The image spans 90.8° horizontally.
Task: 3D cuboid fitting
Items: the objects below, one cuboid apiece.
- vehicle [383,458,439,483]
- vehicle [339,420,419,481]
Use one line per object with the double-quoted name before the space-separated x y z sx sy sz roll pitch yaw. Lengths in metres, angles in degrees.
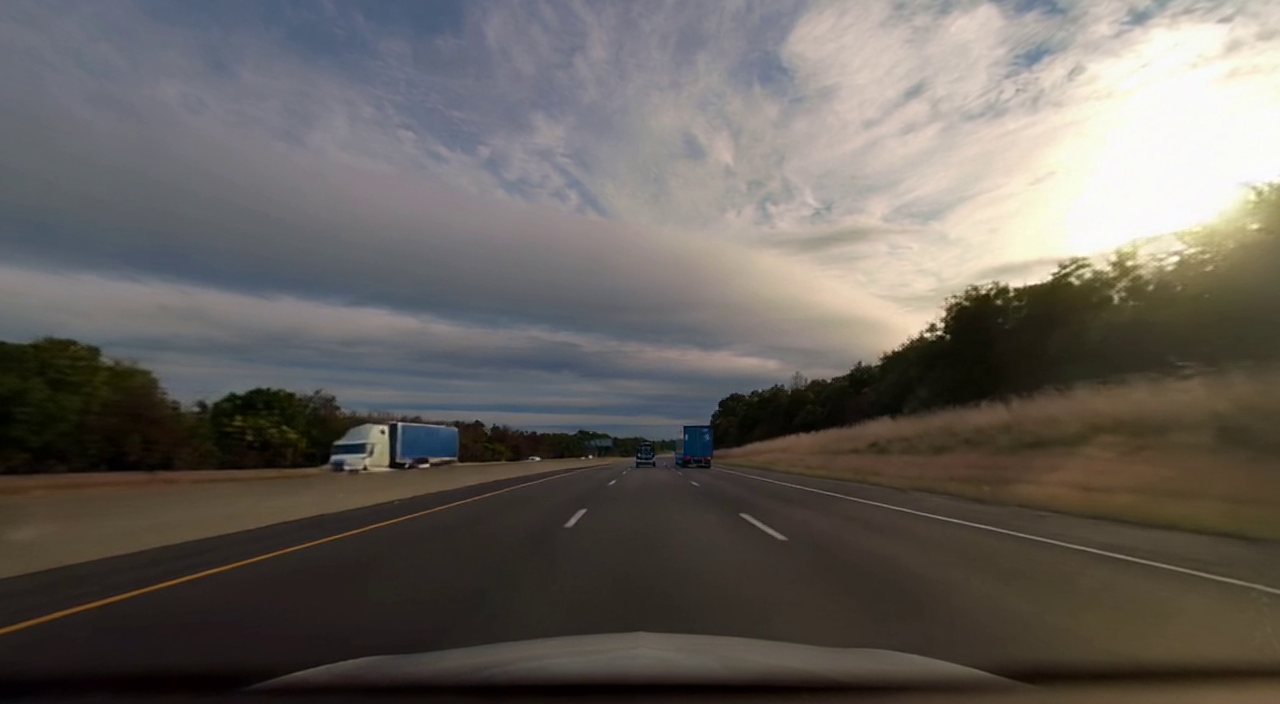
"vehicle" -14.823 7.653 41.119 1.897 1.467 4.566 0 -9 1
"vehicle" -18.350 6.980 44.839 3.003 4.022 5.860 0 -9 1
